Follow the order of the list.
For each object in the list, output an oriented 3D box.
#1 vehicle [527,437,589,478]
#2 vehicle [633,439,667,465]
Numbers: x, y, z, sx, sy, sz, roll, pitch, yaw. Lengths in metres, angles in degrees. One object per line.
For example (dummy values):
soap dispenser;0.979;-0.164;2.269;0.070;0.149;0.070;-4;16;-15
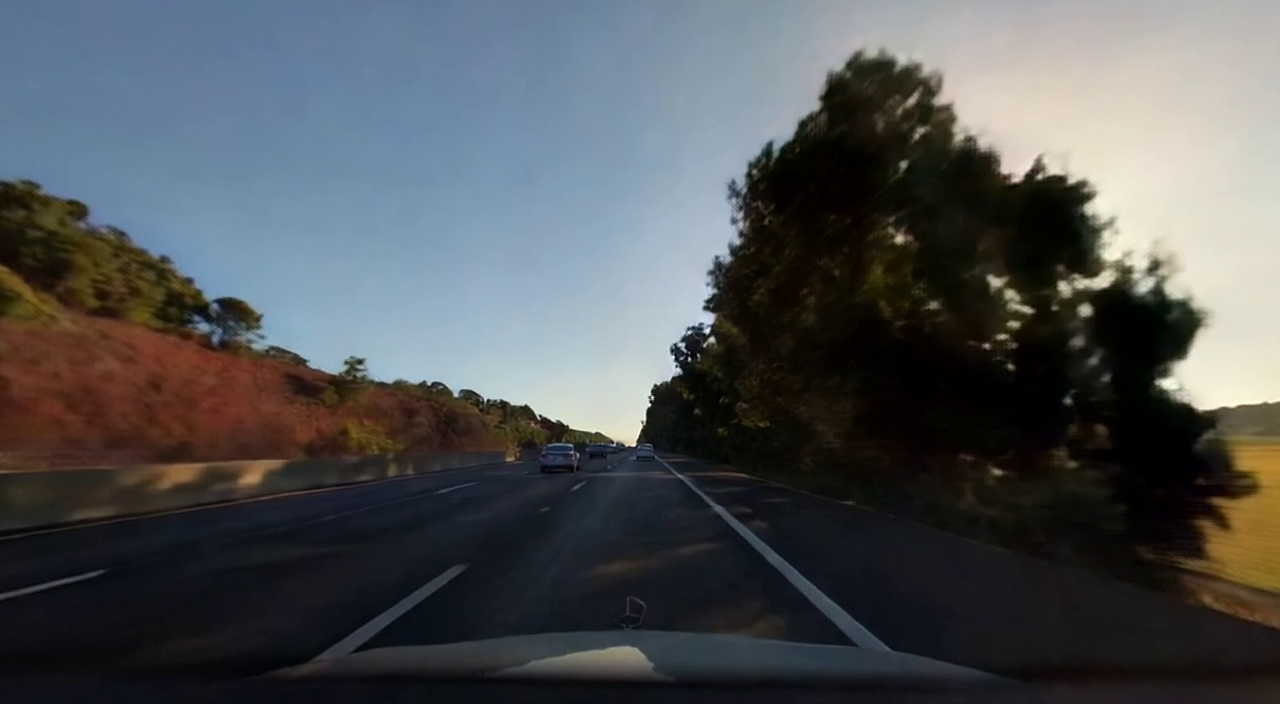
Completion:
vehicle;-3.527;4.628;27.943;2.028;1.634;4.441;-1;-8;2
vehicle;0.734;6.954;44.163;2.259;1.697;4.106;0;-8;1
